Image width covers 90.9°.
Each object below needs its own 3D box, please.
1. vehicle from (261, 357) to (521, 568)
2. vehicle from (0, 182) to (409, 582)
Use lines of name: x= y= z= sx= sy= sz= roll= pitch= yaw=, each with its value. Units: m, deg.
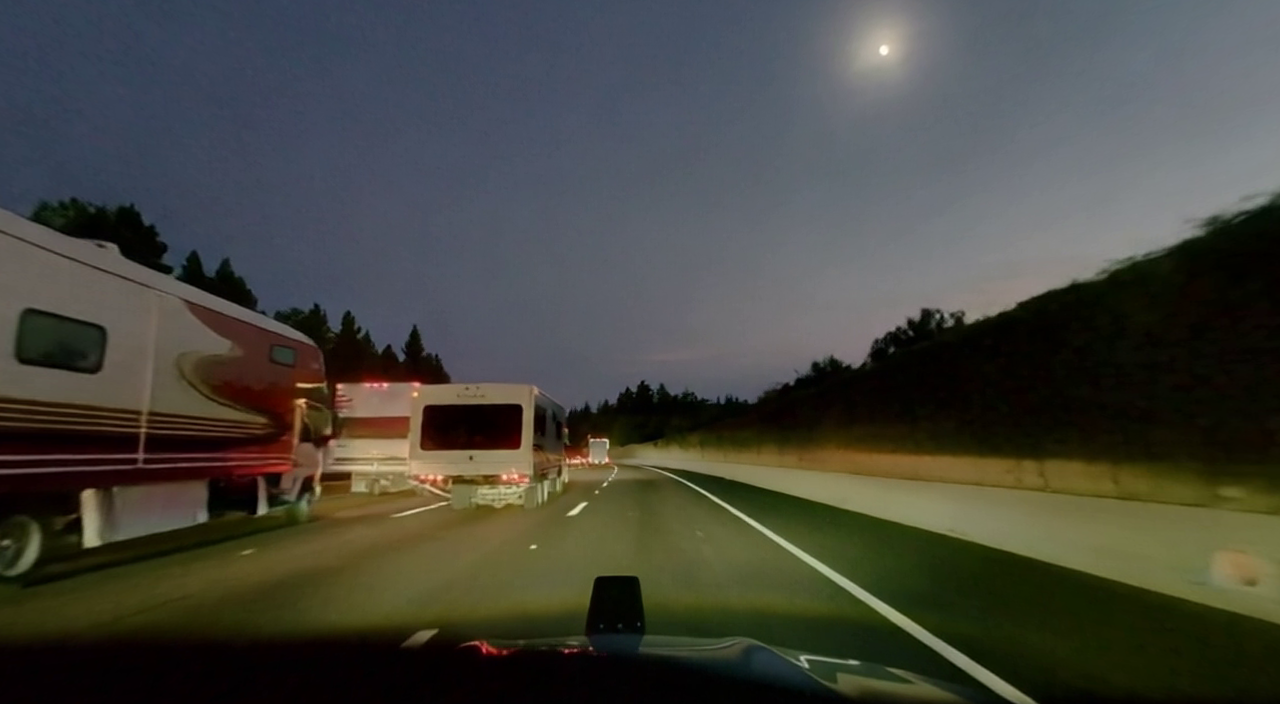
vehicle: x=-3.424 y=1.637 z=9.705 sx=2.331 sy=2.583 sz=3.743 roll=0 pitch=-9 yaw=1
vehicle: x=-8.026 y=1.001 z=10.769 sx=2.929 sy=4.010 sz=14.446 roll=0 pitch=-9 yaw=-1
